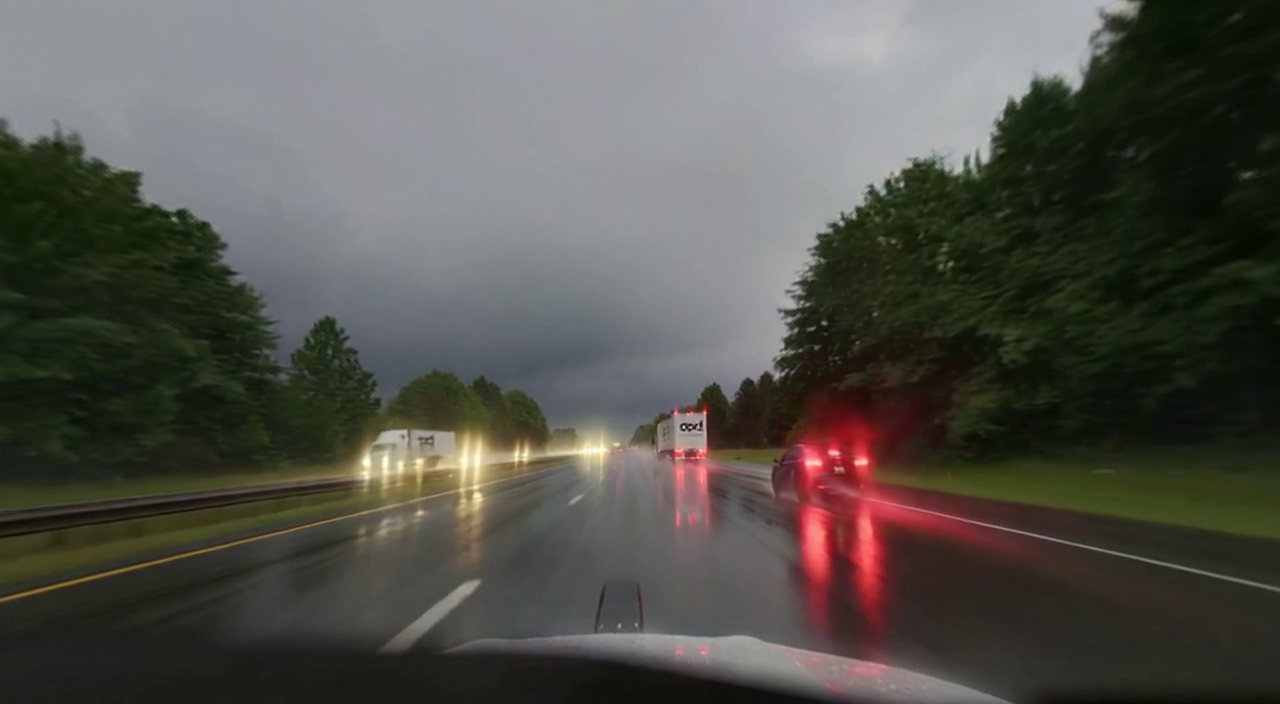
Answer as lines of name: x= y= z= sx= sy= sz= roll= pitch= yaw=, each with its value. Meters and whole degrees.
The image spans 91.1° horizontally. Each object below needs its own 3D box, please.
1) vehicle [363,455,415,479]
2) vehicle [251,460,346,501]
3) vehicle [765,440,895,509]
vehicle: x=-17.036 y=7.796 z=42.910 sx=1.841 sy=1.468 sz=4.174 roll=0 pitch=-9 yaw=0
vehicle: x=-13.300 y=4.994 z=24.713 sx=1.744 sy=1.368 sz=3.580 roll=0 pitch=-9 yaw=-1
vehicle: x=4.510 y=2.952 z=15.574 sx=1.910 sy=1.474 sz=3.776 roll=0 pitch=-9 yaw=-2
